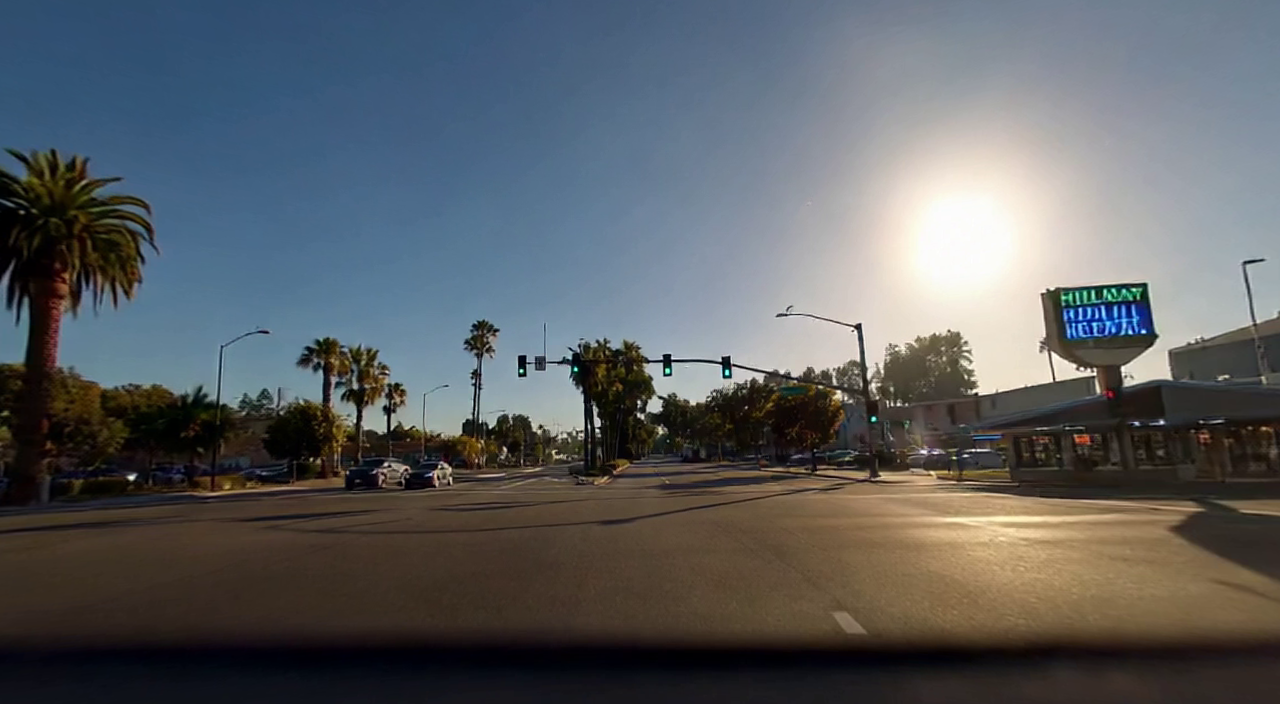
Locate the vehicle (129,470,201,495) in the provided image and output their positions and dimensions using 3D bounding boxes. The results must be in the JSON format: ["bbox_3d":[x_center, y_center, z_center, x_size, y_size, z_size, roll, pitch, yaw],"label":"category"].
[{"bbox_3d":[-35.018,9.628,46.747,1.906,1.528,4.535,0,-8,-2],"label":"vehicle"}]

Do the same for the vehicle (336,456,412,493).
[{"bbox_3d":[-14.388,6.642,34.539,1.976,1.758,4.986,0,-8,-1],"label":"vehicle"}]

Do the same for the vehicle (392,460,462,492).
[{"bbox_3d":[-11.100,6.471,33.290,2.019,1.434,4.622,0,-8,1],"label":"vehicle"}]

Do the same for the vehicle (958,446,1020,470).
[{"bbox_3d":[24.702,7.514,44.720,3.381,1.424,2.059,1,-12,-24],"label":"vehicle"}]
